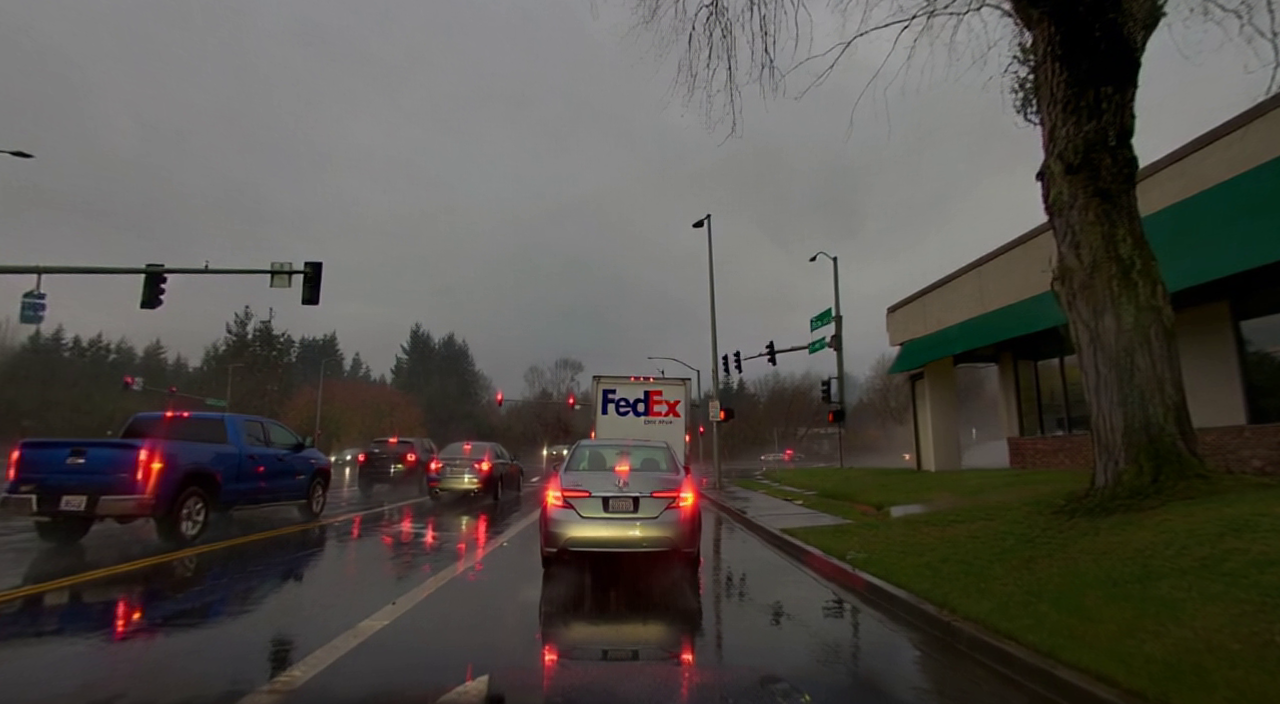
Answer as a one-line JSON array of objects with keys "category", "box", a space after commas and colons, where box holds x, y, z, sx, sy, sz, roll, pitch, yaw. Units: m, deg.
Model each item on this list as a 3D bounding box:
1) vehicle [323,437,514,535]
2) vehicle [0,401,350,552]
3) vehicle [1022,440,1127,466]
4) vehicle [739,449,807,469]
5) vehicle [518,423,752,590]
[{"category": "vehicle", "box": [-3.865, 2.396, 11.932, 1.949, 1.487, 4.390, 0, -9, 1]}, {"category": "vehicle", "box": [-7.282, 1.980, 10.738, 2.125, 1.893, 5.498, 0, -9, -2]}, {"category": "vehicle", "box": [25.671, 5.971, 37.158, 4.794, 1.481, 1.968, 1, -8, -3]}, {"category": "vehicle", "box": [10.271, 8.285, 48.647, 4.841, 1.494, 1.829, 1, -9, -5]}, {"category": "vehicle", "box": [-0.048, 1.746, 7.969, 2.145, 1.513, 4.269, 0, -9, 0]}]
